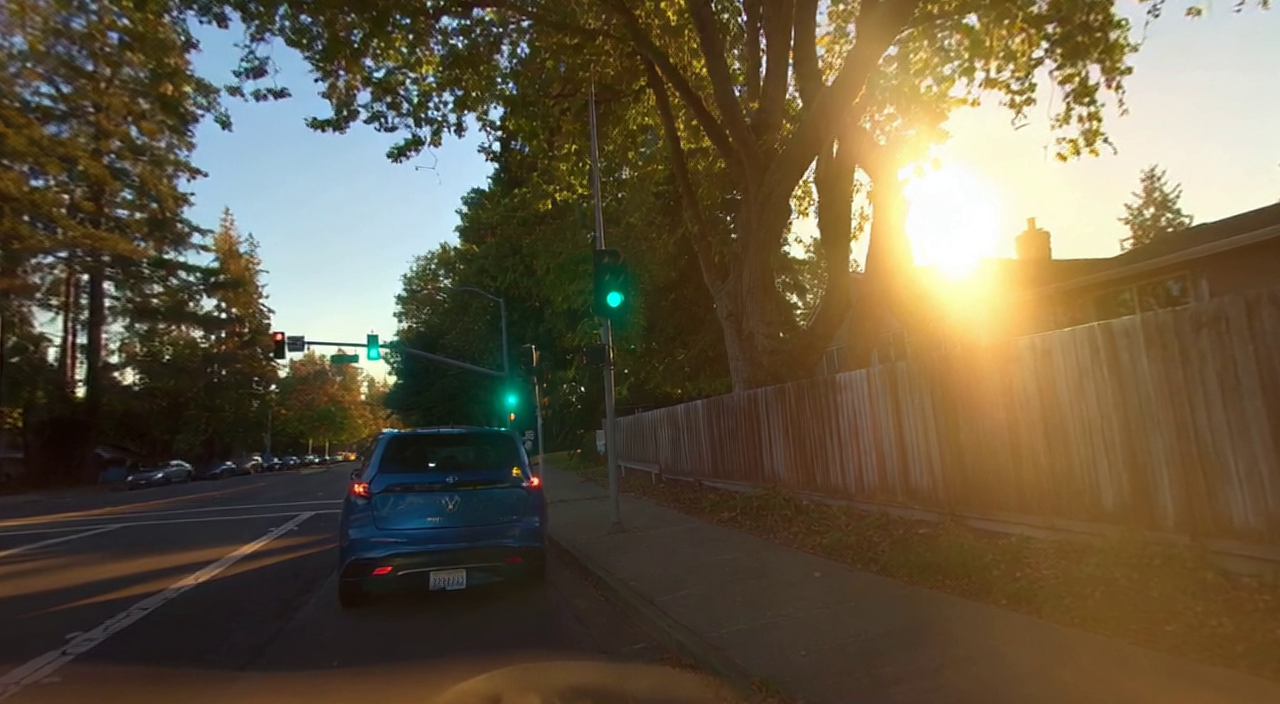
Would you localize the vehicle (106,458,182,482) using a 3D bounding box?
[{"bbox_3d":[-36.987,8.803,47.153,3.959,1.680,1.785,1,-9,-11],"label":"vehicle"}]

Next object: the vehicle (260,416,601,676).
[{"bbox_3d":[-1.774,1.440,5.823,2.024,1.502,3.702,2,-9,-17],"label":"vehicle"}]
